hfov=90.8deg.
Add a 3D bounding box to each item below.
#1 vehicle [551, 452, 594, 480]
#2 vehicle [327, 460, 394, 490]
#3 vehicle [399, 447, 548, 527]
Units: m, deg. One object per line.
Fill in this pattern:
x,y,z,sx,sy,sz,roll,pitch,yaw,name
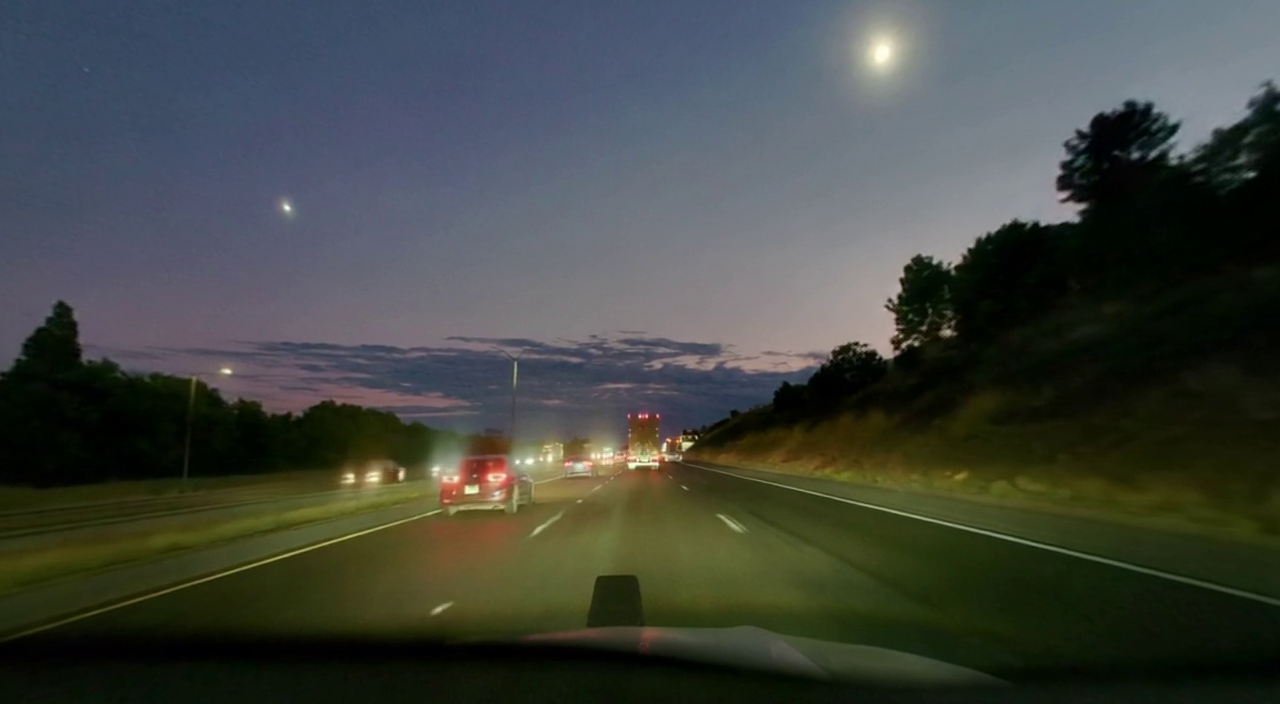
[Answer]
-3.856,6.598,36.831,2.051,1.537,4.111,0,-9,0,vehicle
-15.489,6.806,35.187,1.759,1.453,4.224,0,-9,0,vehicle
-3.499,2.936,14.379,2.053,1.489,4.740,0,-9,1,vehicle
